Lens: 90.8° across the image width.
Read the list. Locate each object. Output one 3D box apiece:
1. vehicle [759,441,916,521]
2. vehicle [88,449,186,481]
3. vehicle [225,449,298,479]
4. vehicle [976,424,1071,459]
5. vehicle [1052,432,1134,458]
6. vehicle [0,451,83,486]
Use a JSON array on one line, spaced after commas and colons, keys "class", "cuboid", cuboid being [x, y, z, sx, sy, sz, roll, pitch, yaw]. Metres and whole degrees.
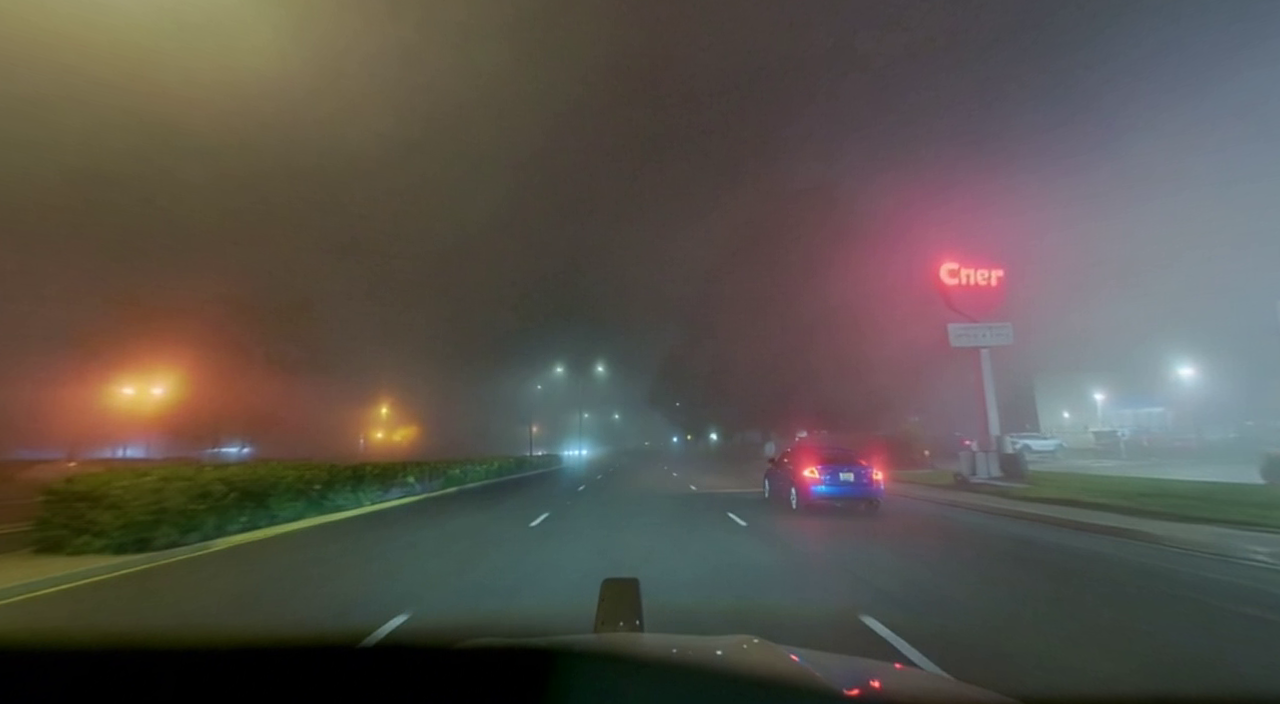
[{"class": "vehicle", "cuboid": [3.995, 2.663, 13.626, 1.978, 1.442, 4.262, 0, -9, 0]}, {"class": "vehicle", "cuboid": [-33.235, 7.436, 41.997, 2.216, 1.965, 5.147, 0, -9, 0]}, {"class": "vehicle", "cuboid": [-27.665, 8.209, 46.450, 2.091, 1.981, 4.836, 1, -9, 3]}, {"class": "vehicle", "cuboid": [29.368, 6.912, 48.530, 5.519, 2.389, 2.350, -2, -10, 1]}, {"class": "vehicle", "cuboid": [34.700, 7.127, 48.478, 4.676, 1.741, 1.948, -2, -10, 0]}, {"class": "vehicle", "cuboid": [-33.324, 6.222, 33.913, 2.347, 1.610, 4.867, -1, -8, 1]}]
